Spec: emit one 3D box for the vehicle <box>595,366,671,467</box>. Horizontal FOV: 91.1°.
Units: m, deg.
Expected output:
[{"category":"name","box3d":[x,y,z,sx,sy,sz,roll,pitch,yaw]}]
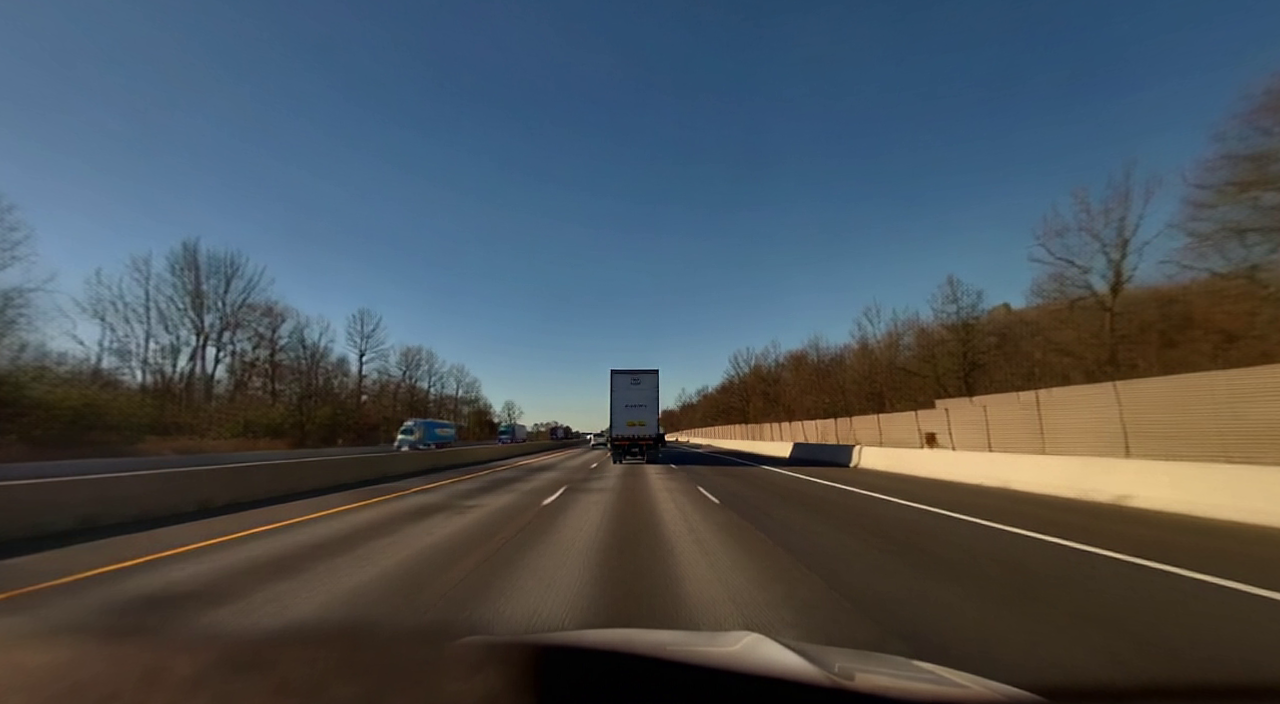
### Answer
[{"category":"vehicle","box3d":[-0.334,3.624,33.183,2.965,3.972,16.689,0,-8,0]}]
